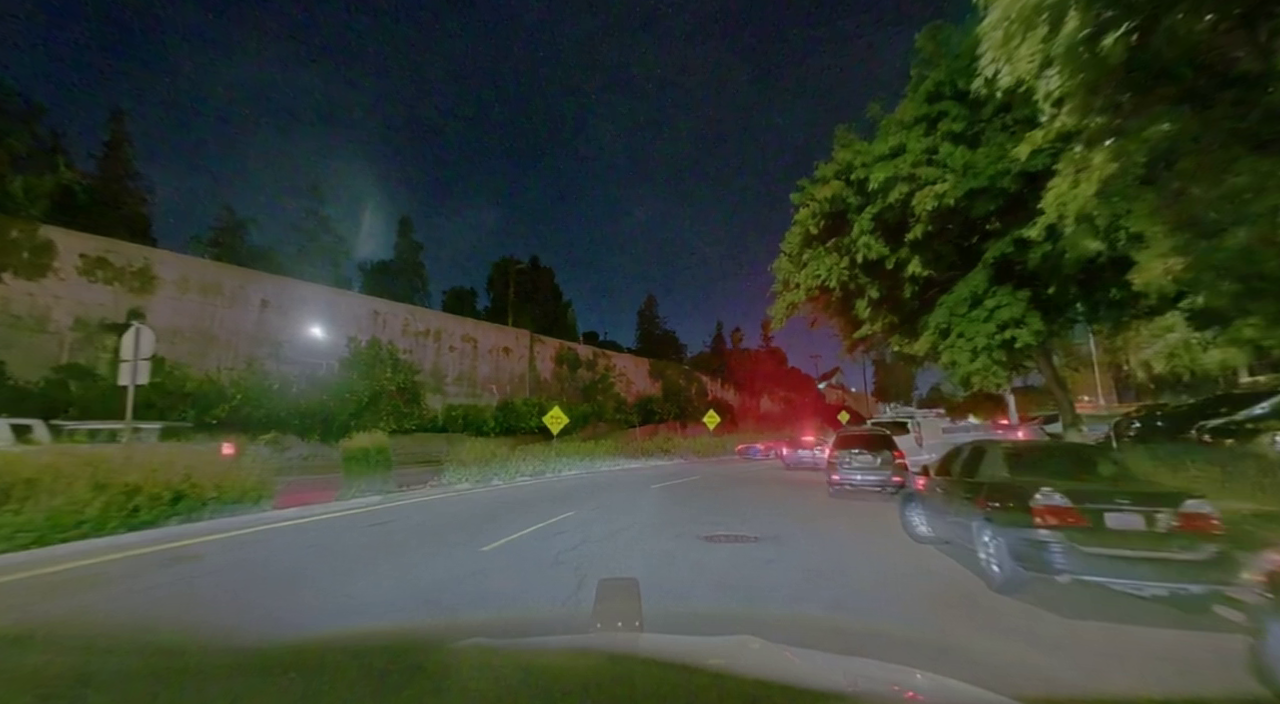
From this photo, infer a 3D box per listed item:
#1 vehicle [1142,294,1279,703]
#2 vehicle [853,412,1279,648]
[{"bbox_3d":[3.204,0.443,0.361,2.176,1.746,4.335,0,-8,-1],"label":"vehicle"},{"bbox_3d":[3.550,1.427,6.261,1.877,1.416,4.604,-1,-8,8],"label":"vehicle"}]
